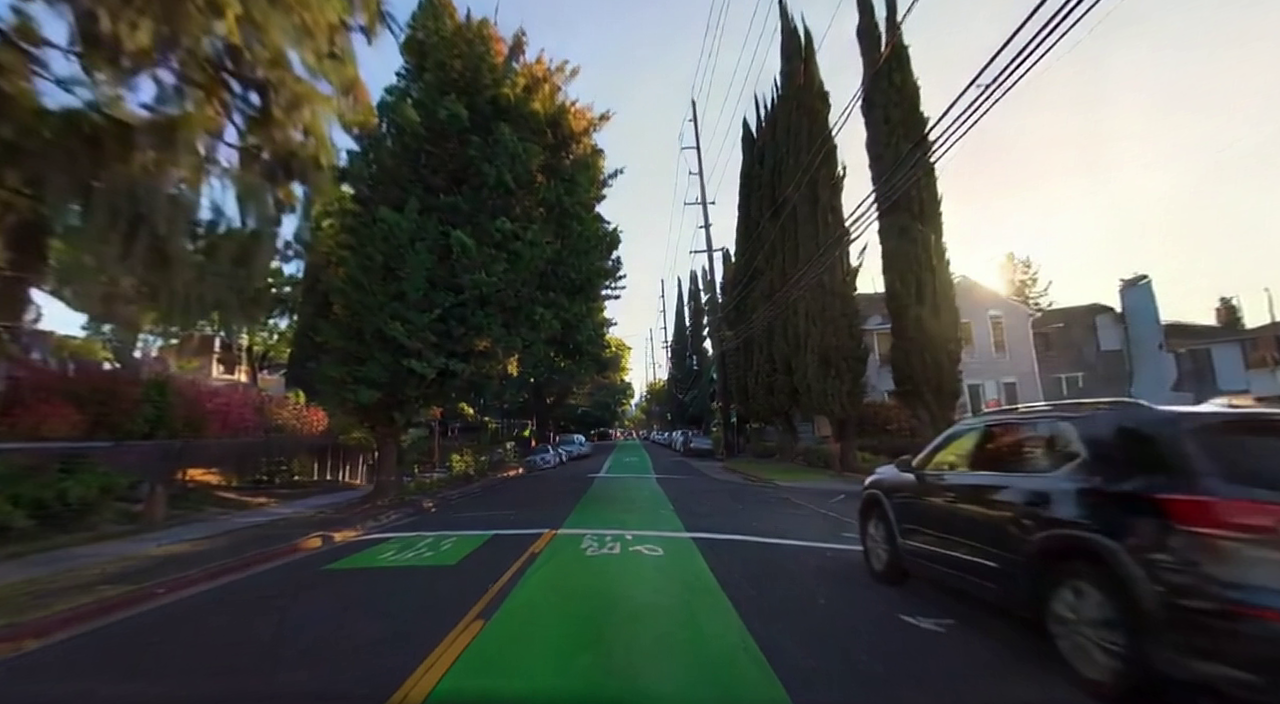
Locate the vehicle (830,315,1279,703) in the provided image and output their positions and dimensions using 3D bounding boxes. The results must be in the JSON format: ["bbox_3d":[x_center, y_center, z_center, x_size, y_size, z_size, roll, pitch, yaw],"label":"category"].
[{"bbox_3d":[3.389,1.273,5.049,2.054,1.879,4.717,3,-12,-3],"label":"vehicle"}]
